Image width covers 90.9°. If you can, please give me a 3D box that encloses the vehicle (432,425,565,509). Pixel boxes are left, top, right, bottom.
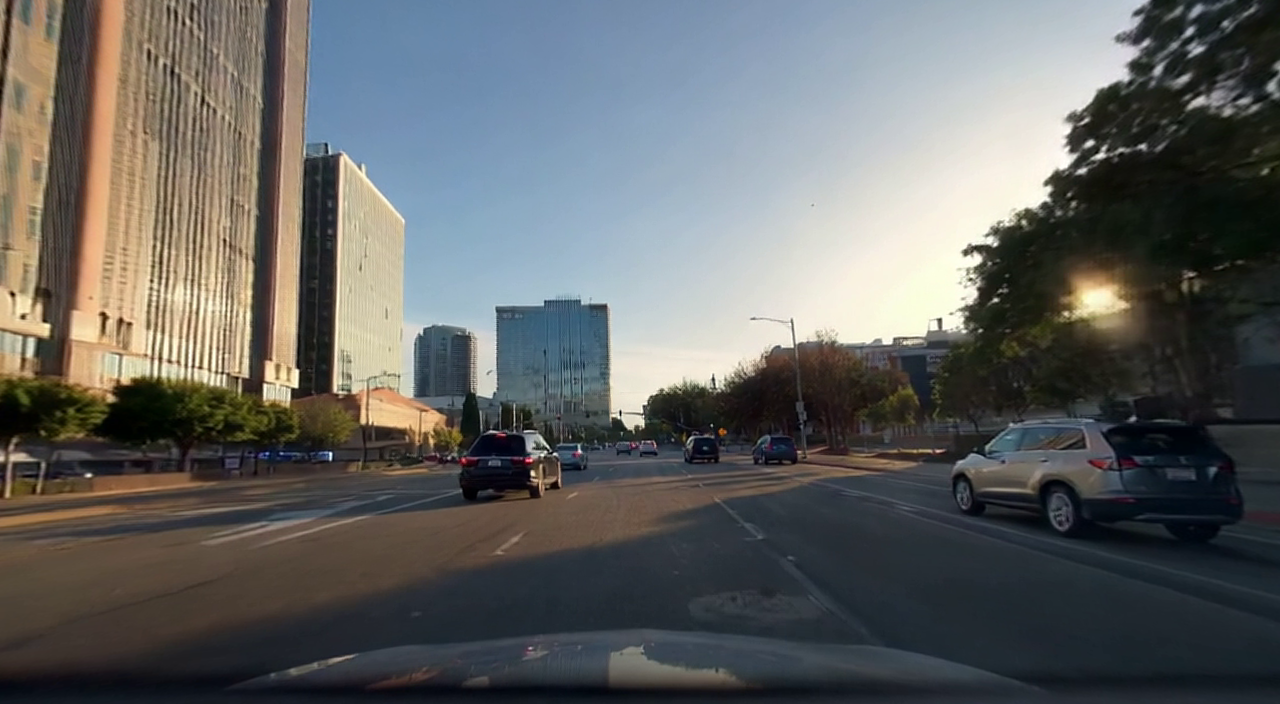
[{"bbox_3d":[-3.200,2.721,15.309,2.141,1.719,4.379,-1,-9,1],"label":"vehicle"}]

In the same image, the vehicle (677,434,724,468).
[{"bbox_3d":[3.395,5.673,36.255,2.178,1.804,4.766,0,-9,0],"label":"vehicle"}]

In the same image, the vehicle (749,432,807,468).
[{"bbox_3d":[7.421,5.312,34.256,2.076,1.793,4.464,0,-9,-1],"label":"vehicle"}]

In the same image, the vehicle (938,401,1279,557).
[{"bbox_3d":[6.432,1.717,9.135,2.088,1.666,4.512,-1,-9,1],"label":"vehicle"}]
